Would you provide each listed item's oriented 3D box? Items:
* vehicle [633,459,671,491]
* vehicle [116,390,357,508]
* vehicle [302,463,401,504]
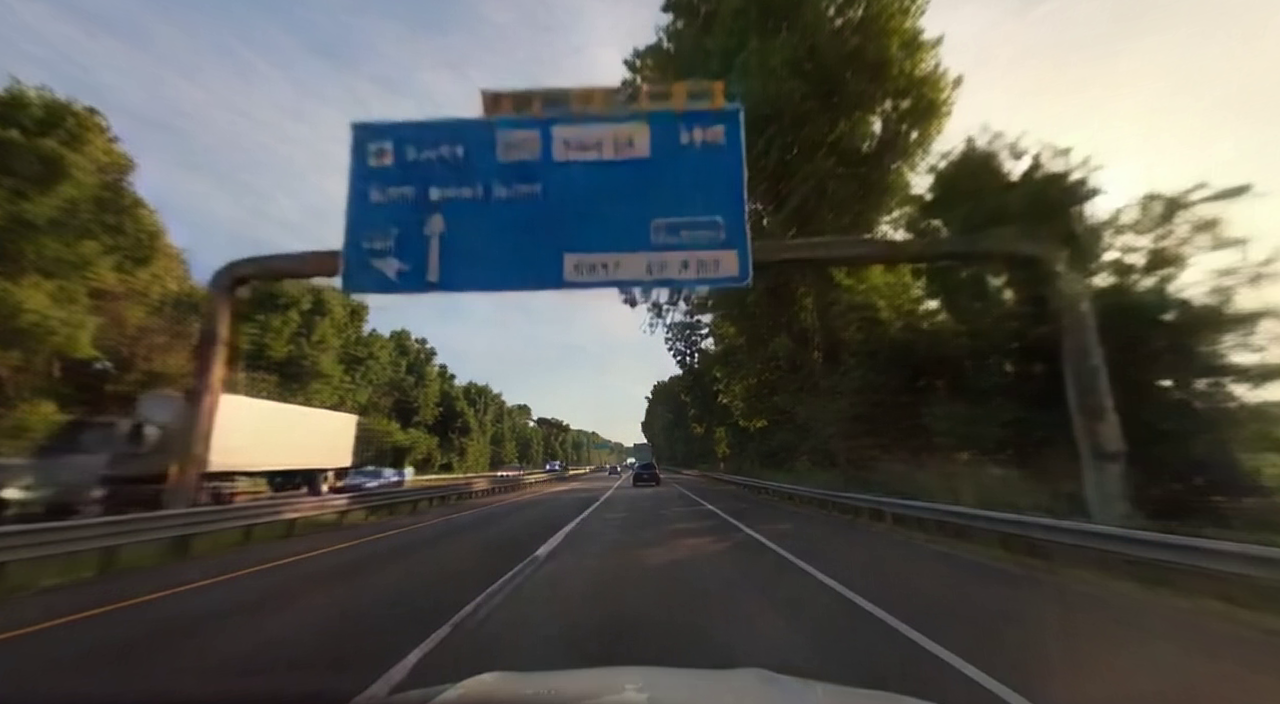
[{"bbox_3d":[0.676,7.166,36.837,2.048,1.663,4.377,1,-10,0],"label":"vehicle"},{"bbox_3d":[-15.767,4.148,26.173,3.015,3.895,10.076,0,-10,1],"label":"vehicle"},{"bbox_3d":[-11.219,5.122,24.844,1.829,1.432,4.294,1,-10,0],"label":"vehicle"}]
